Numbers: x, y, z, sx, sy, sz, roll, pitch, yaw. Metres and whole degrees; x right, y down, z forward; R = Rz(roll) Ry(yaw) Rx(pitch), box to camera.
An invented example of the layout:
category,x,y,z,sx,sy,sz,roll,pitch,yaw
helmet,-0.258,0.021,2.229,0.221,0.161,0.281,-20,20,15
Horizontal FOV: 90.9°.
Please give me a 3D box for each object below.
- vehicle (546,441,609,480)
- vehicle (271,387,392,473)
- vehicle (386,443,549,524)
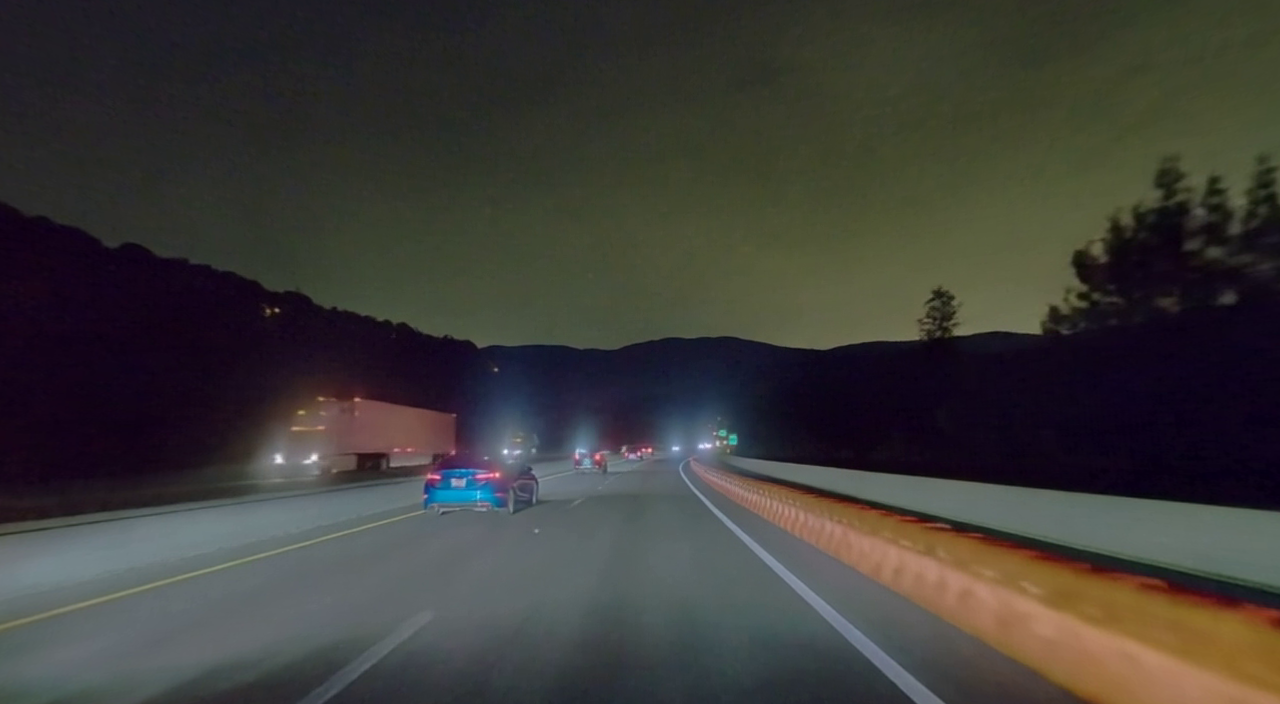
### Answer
category,x,y,z,sx,sy,sz,roll,pitch,yaw
vehicle,-2.539,4.569,26.729,2.094,1.480,4.124,0,-9,2
vehicle,-16.549,4.329,34.442,3.005,4.223,6.332,-1,-9,2
vehicle,-3.168,2.508,12.533,2.061,1.330,3.928,0,-9,1
